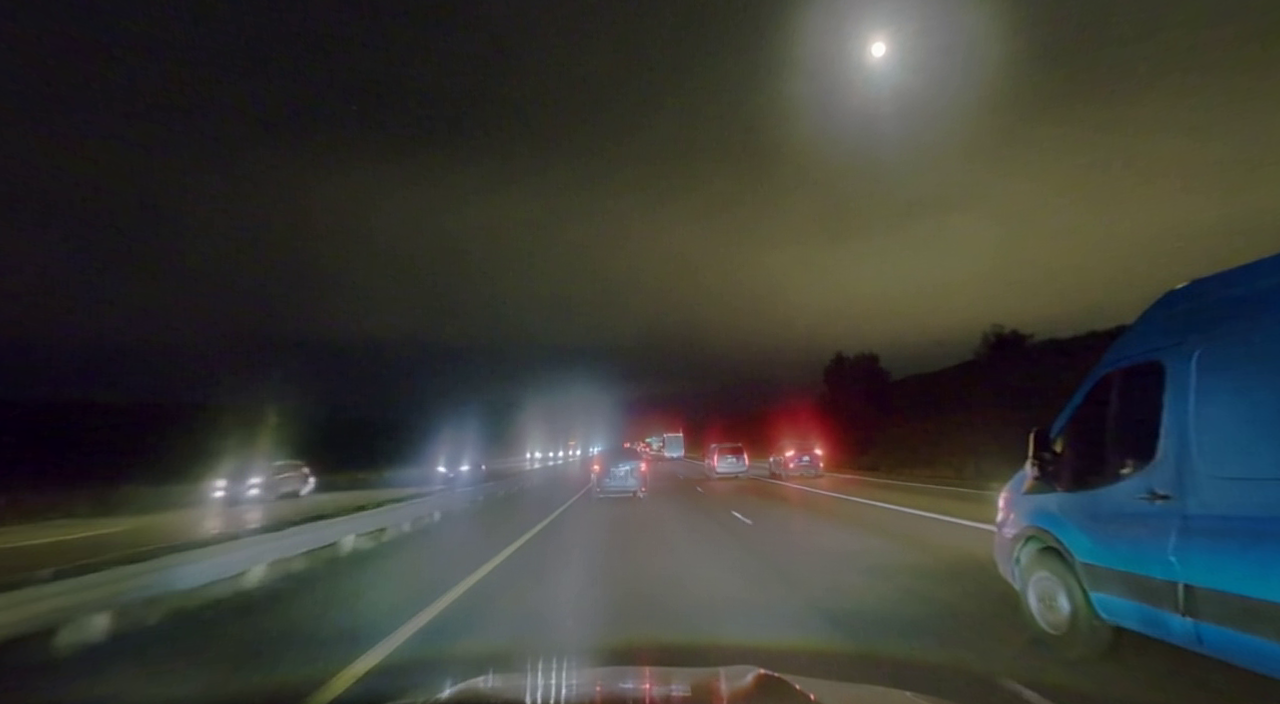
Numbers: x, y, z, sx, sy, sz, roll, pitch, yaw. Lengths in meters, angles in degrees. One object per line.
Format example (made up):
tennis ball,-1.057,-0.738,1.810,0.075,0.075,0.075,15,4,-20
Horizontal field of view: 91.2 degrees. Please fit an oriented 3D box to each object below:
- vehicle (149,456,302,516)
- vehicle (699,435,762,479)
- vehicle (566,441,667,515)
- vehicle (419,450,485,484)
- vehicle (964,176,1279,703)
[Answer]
vehicle,-12.322,3.956,19.027,1.823,1.539,4.087,0,-9,0
vehicle,4.312,5.093,30.718,2.261,1.952,4.784,0,-9,-1
vehicle,-0.486,2.856,14.646,2.029,1.483,3.769,0,-9,0
vehicle,-8.910,5.457,30.047,1.894,1.505,4.103,0,-9,0
vehicle,3.891,0.394,2.073,2.399,2.421,5.829,0,-9,-1
